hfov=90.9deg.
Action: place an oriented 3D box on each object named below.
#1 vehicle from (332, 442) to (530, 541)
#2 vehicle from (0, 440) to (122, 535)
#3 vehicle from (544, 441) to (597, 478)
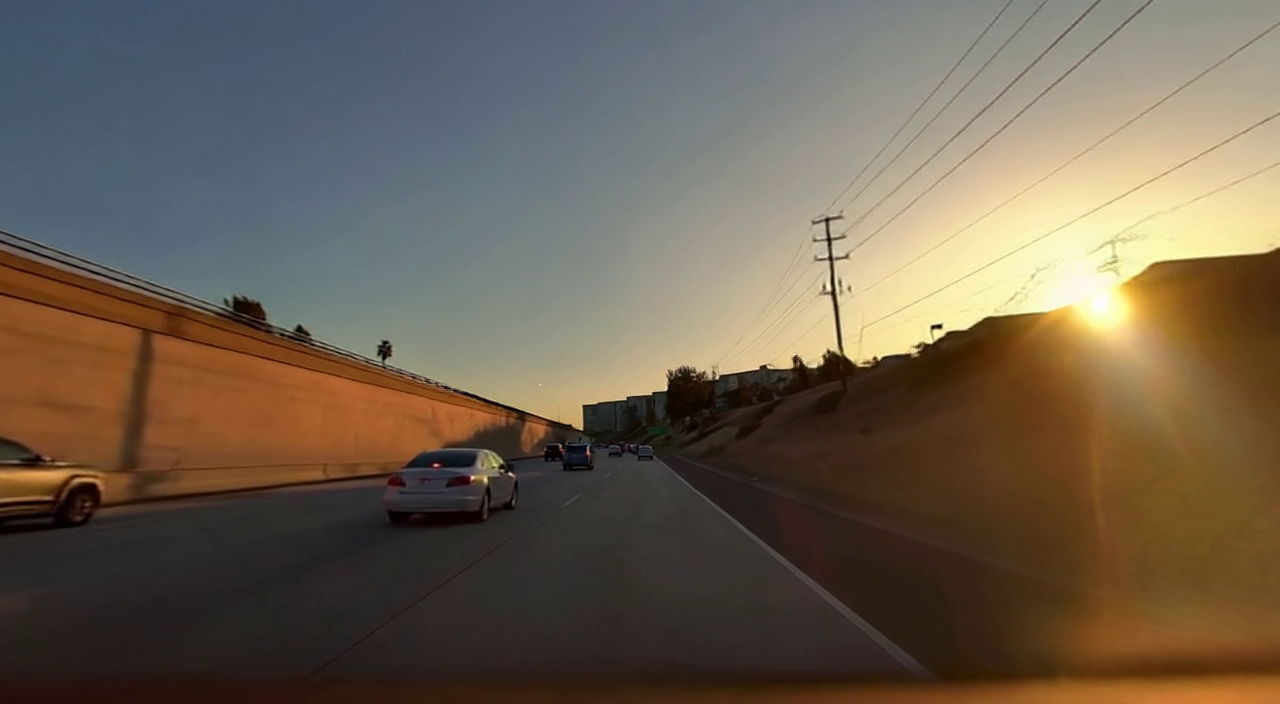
[{"bbox_3d":[-3.477,2.378,11.518,2.056,1.449,4.330,0,-8,1],"label":"vehicle"},{"bbox_3d":[-11.188,2.132,9.833,1.978,1.498,4.940,0,-8,1],"label":"vehicle"},{"bbox_3d":[-3.438,5.384,31.958,2.052,1.731,4.372,0,-8,2],"label":"vehicle"}]
